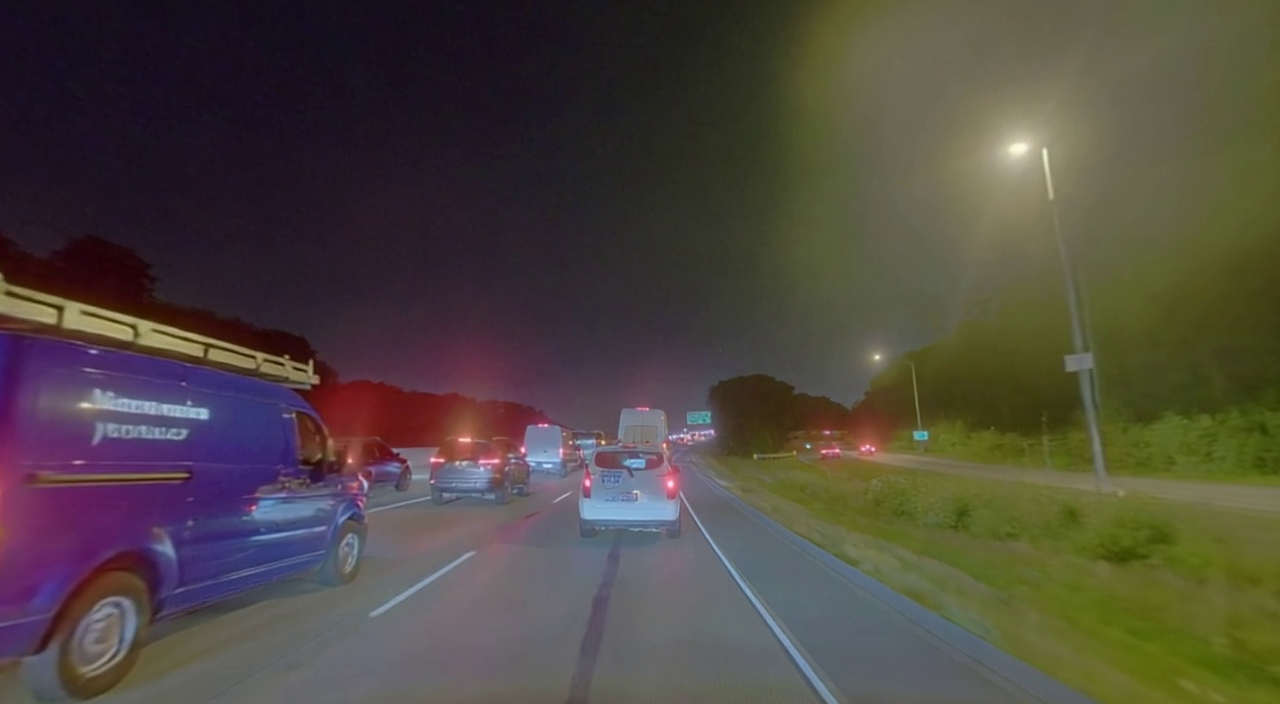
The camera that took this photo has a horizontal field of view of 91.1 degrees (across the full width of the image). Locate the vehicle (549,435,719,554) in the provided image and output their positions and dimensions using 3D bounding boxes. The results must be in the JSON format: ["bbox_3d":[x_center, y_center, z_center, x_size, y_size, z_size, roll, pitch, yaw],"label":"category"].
[{"bbox_3d":[-0.061,2.033,9.703,2.054,1.421,4.090,0,-8,0],"label":"vehicle"}]

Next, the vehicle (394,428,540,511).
[{"bbox_3d":[-3.869,2.720,15.019,2.114,1.657,4.432,0,-8,2],"label":"vehicle"}]

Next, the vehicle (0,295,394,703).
[{"bbox_3d":[-3.871,1.009,4.638,2.142,1.952,4.556,0,-8,1],"label":"vehicle"}]
